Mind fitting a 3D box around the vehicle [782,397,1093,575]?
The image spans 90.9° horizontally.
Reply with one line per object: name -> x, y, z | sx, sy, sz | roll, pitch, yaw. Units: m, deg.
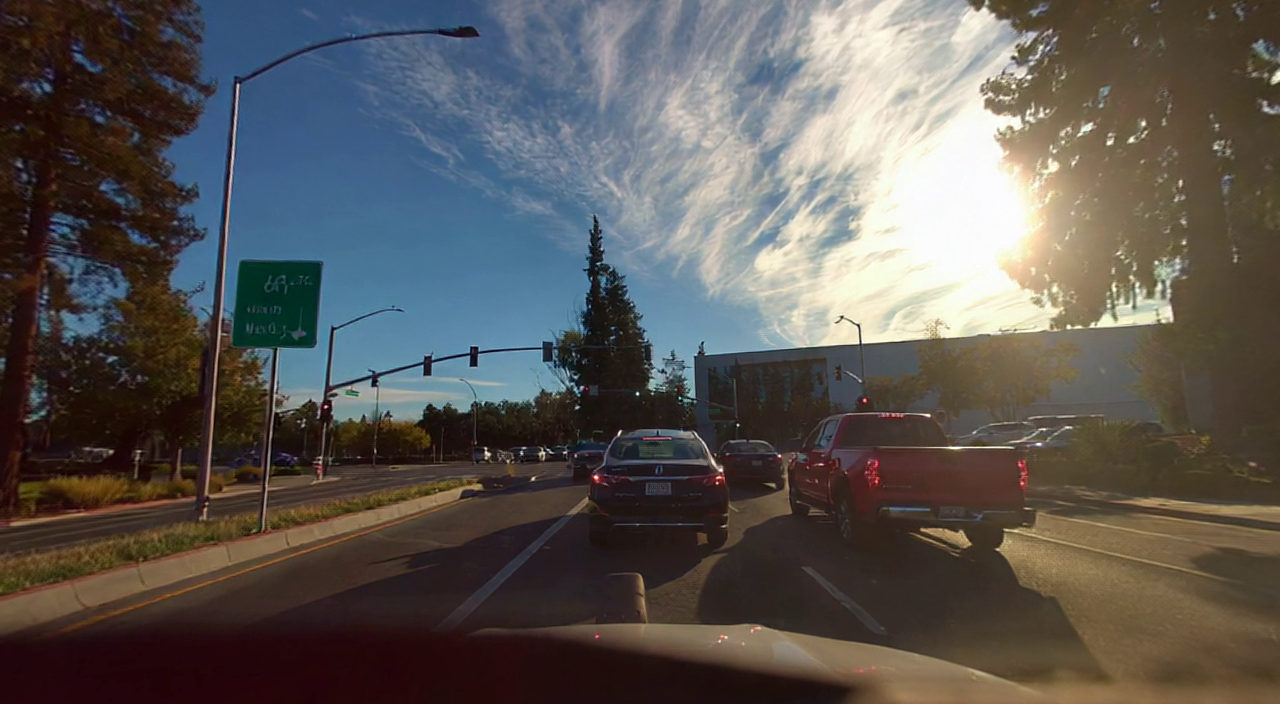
vehicle -> 3.391, 1.630, 8.374 | 2.099, 1.725, 4.290 | 0, -8, 2

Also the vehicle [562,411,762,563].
vehicle -> 0.250, 1.776, 8.977 | 2.168, 1.641, 4.039 | 0, -8, 0
